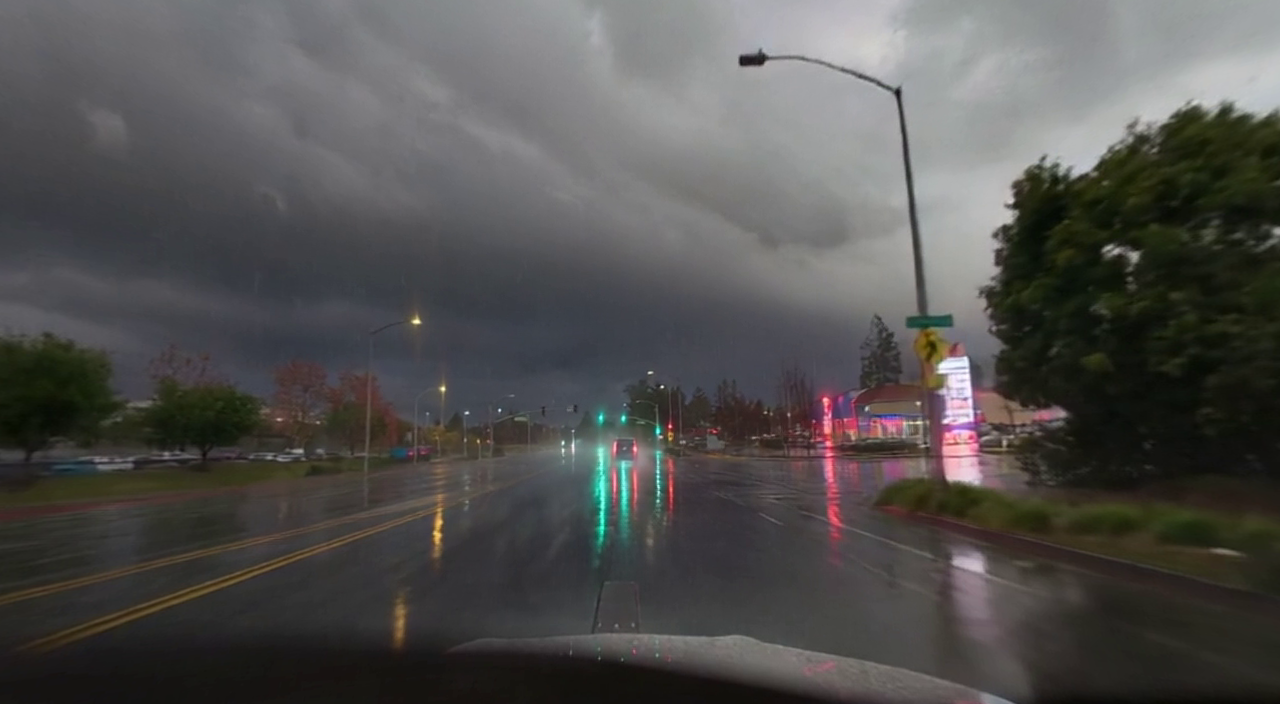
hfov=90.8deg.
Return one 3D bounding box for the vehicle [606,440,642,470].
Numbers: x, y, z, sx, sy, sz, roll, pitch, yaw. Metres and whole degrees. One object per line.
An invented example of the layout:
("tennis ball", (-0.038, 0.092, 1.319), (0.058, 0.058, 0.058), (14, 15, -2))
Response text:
("vehicle", (-0.938, 6.131, 37.802), (2.024, 1.628, 4.774), (0, -8, -1))
